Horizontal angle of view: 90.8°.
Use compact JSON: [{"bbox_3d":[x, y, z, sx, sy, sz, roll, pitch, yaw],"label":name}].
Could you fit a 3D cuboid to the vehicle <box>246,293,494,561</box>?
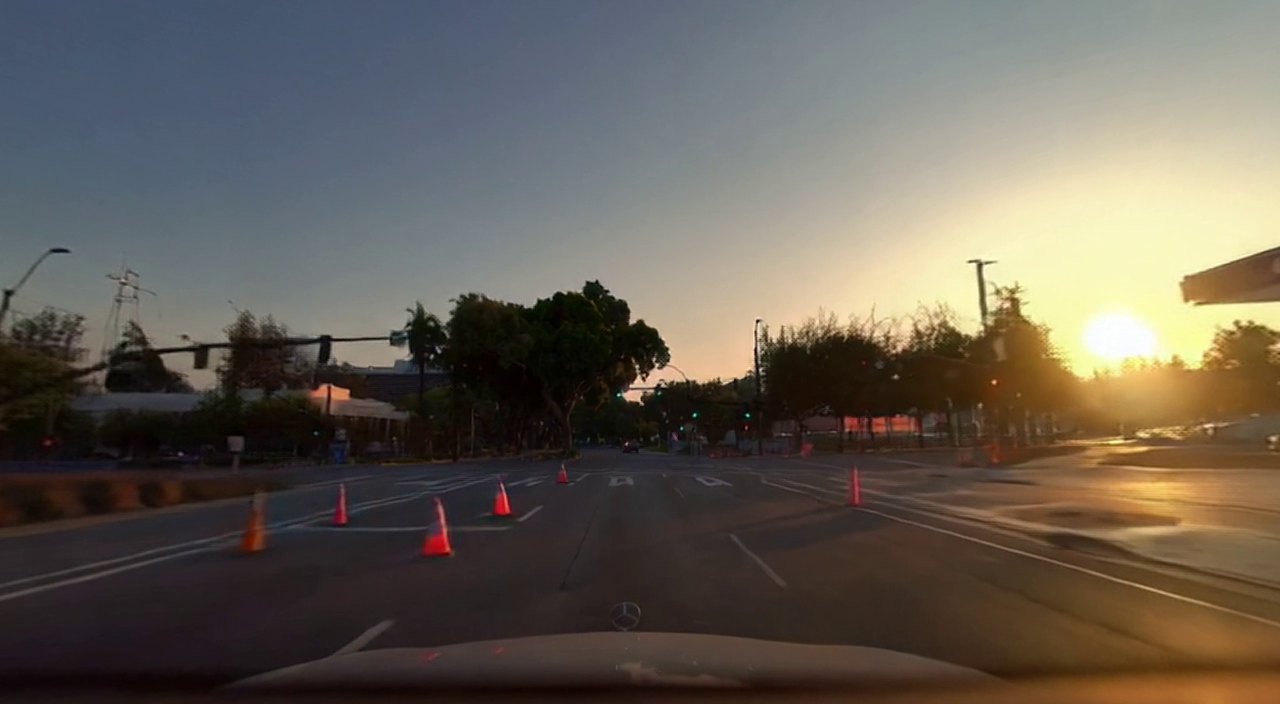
[{"bbox_3d":[-3.995,1.157,10.130,2.637,3.576,3.006,-1,-7,-1],"label":"vehicle"}]
